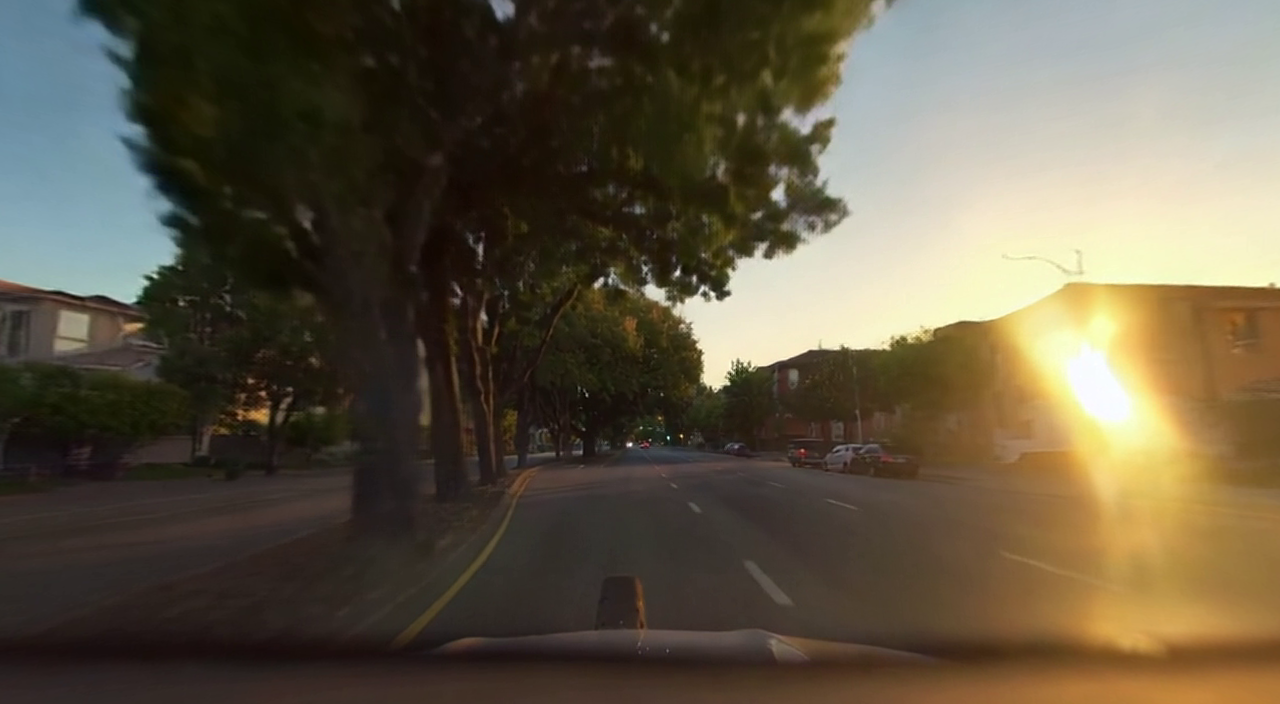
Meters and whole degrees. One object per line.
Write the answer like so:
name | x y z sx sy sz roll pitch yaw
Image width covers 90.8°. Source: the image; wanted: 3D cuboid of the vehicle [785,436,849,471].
vehicle | 10.031 5.796 36.299 2.092 1.848 4.879 0 -8 -2

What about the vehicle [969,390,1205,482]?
vehicle | 17.101 3.269 24.585 6.927 3.298 2.751 0 -8 0

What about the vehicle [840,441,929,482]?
vehicle | 10.286 4.618 26.933 1.931 1.565 4.043 1 -9 -4
